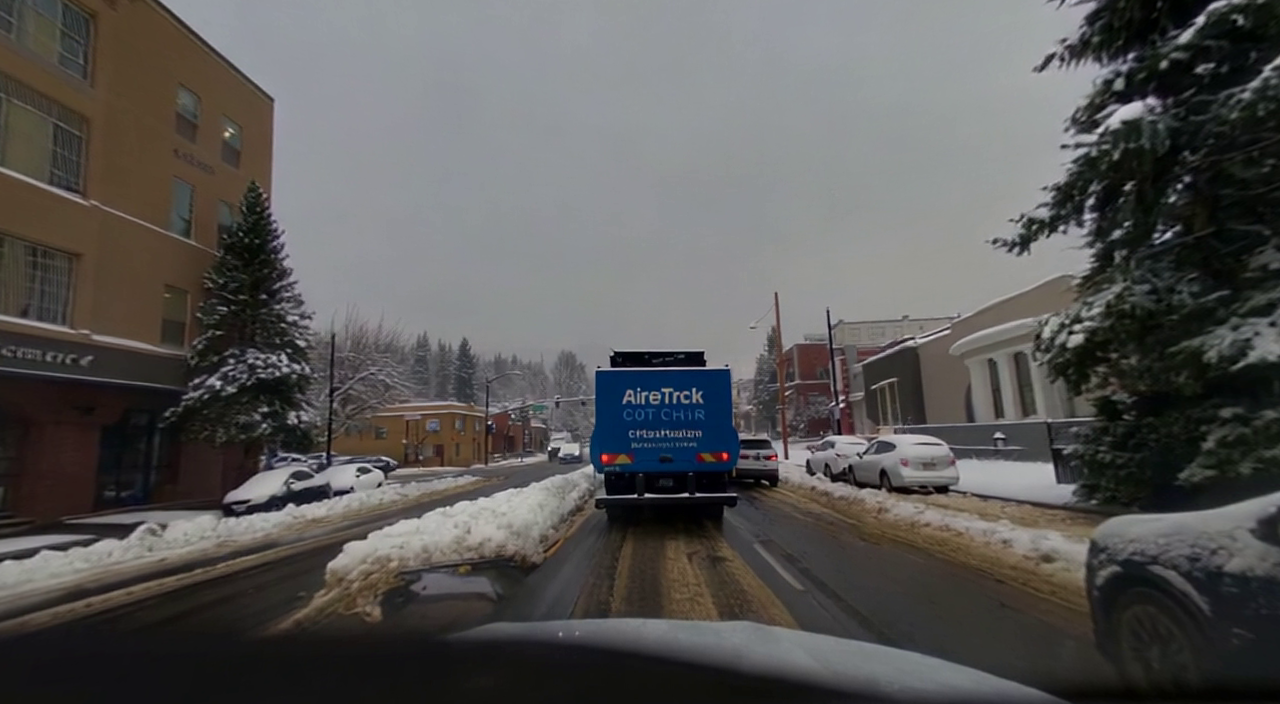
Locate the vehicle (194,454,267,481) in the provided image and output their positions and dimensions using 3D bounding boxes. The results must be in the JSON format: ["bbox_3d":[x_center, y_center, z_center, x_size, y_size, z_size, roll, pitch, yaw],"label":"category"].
[{"bbox_3d":[-27.001,7.605,41.595,2.050,1.675,4.358,1,-9,-3],"label":"vehicle"}]

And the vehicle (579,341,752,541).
[{"bbox_3d":[0.254,1.746,12.414,2.517,2.926,6.177,0,-9,-2],"label":"vehicle"}]

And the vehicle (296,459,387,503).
[{"bbox_3d":[-13.307,5.741,28.299,1.943,1.682,4.365,0,-9,0],"label":"vehicle"}]

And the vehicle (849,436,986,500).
[{"bbox_3d":[7.596,3.193,17.733,1.951,1.548,4.290,0,-9,1],"label":"vehicle"}]

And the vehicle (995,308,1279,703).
[{"bbox_3d":[3.427,0.672,1.915,2.104,1.786,4.498,0,-9,1],"label":"vehicle"}]

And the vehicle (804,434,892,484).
[{"bbox_3d":[7.655,3.986,23.578,1.946,1.680,4.270,0,-9,1],"label":"vehicle"}]

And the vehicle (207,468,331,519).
[{"bbox_3d":[-13.426,5.124,23.087,1.901,1.508,4.405,0,-9,0],"label":"vehicle"}]
